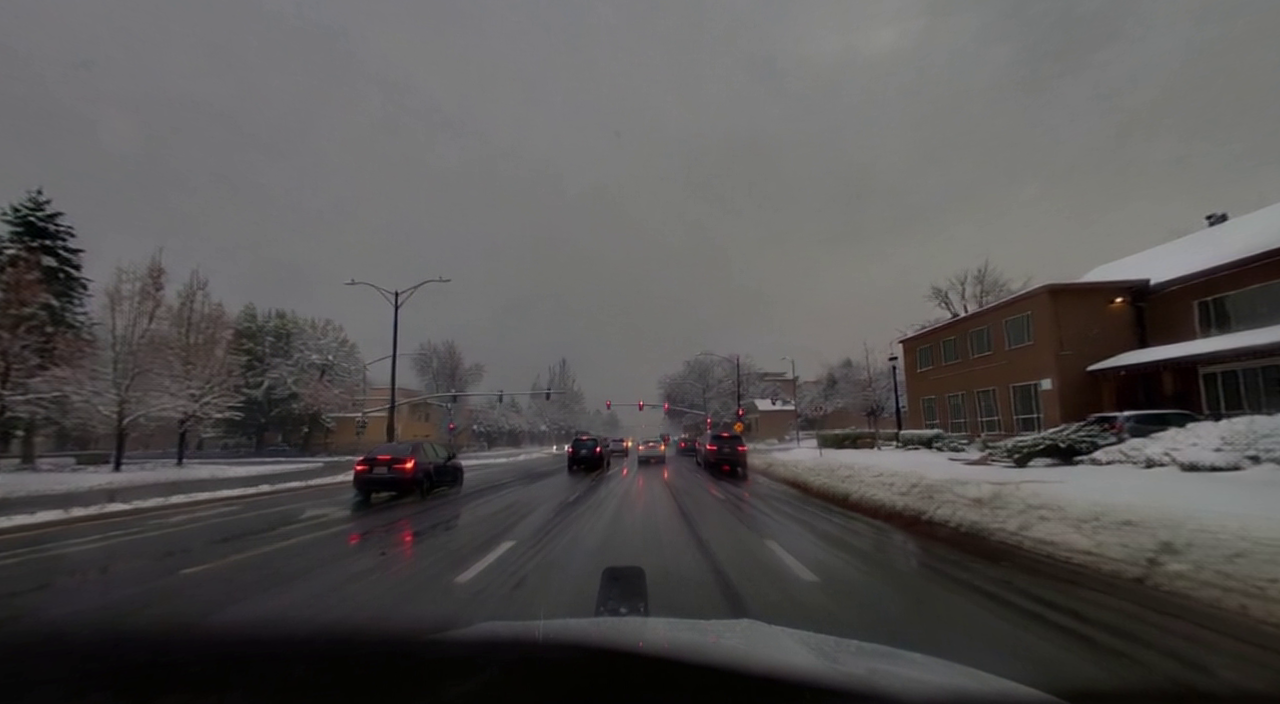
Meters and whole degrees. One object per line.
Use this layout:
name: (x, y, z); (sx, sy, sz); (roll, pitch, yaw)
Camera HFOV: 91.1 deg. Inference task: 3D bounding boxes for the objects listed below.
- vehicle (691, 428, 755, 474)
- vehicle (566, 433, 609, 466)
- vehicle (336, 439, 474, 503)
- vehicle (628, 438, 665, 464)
vehicle: (3.532, 4.319, 27.609); (2.141, 1.833, 4.704); (0, -8, 0)
vehicle: (-2.831, 5.407, 34.809); (1.912, 1.703, 4.261); (0, -8, 2)
vehicle: (-6.031, 3.089, 16.824); (1.926, 1.465, 4.620); (0, -8, 0)
vehicle: (0.370, 5.727, 36.445); (2.021, 1.461, 3.862); (0, -8, 0)
